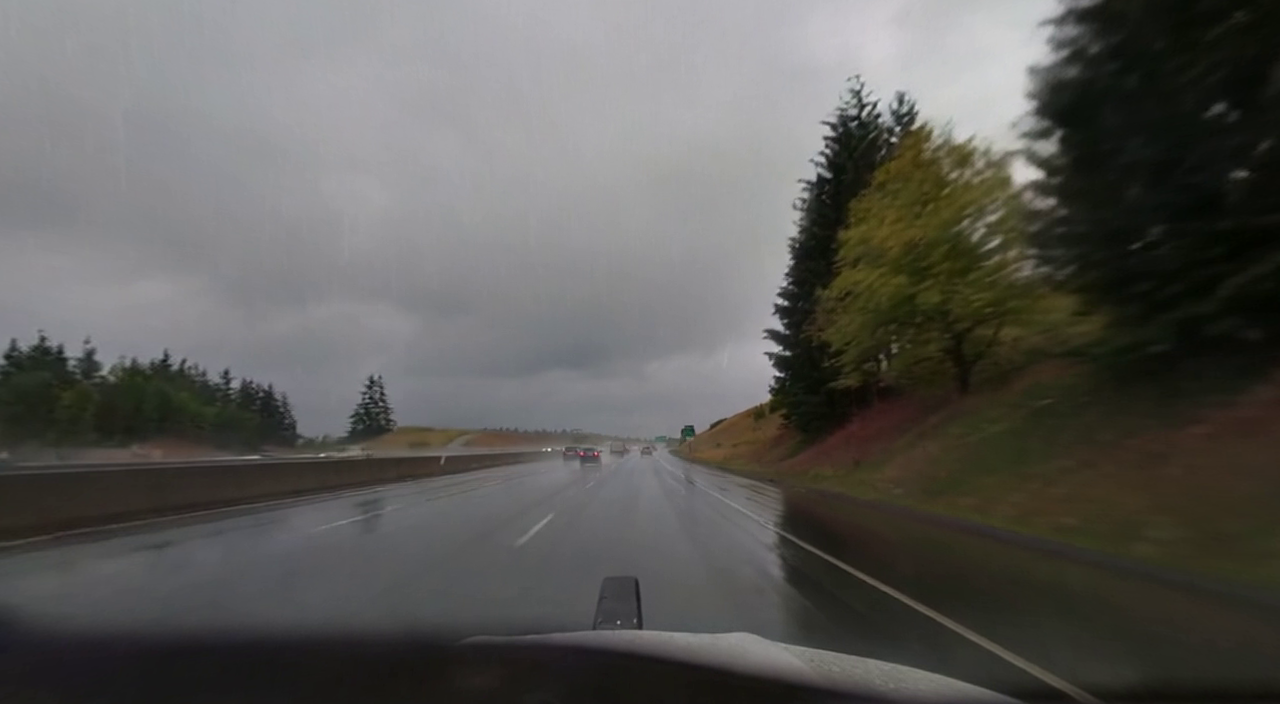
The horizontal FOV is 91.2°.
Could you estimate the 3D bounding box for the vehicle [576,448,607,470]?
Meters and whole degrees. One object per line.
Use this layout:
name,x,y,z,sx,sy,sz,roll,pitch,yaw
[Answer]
vehicle,-3.331,7.490,43.997,1.895,1.482,3.852,0,-9,0
